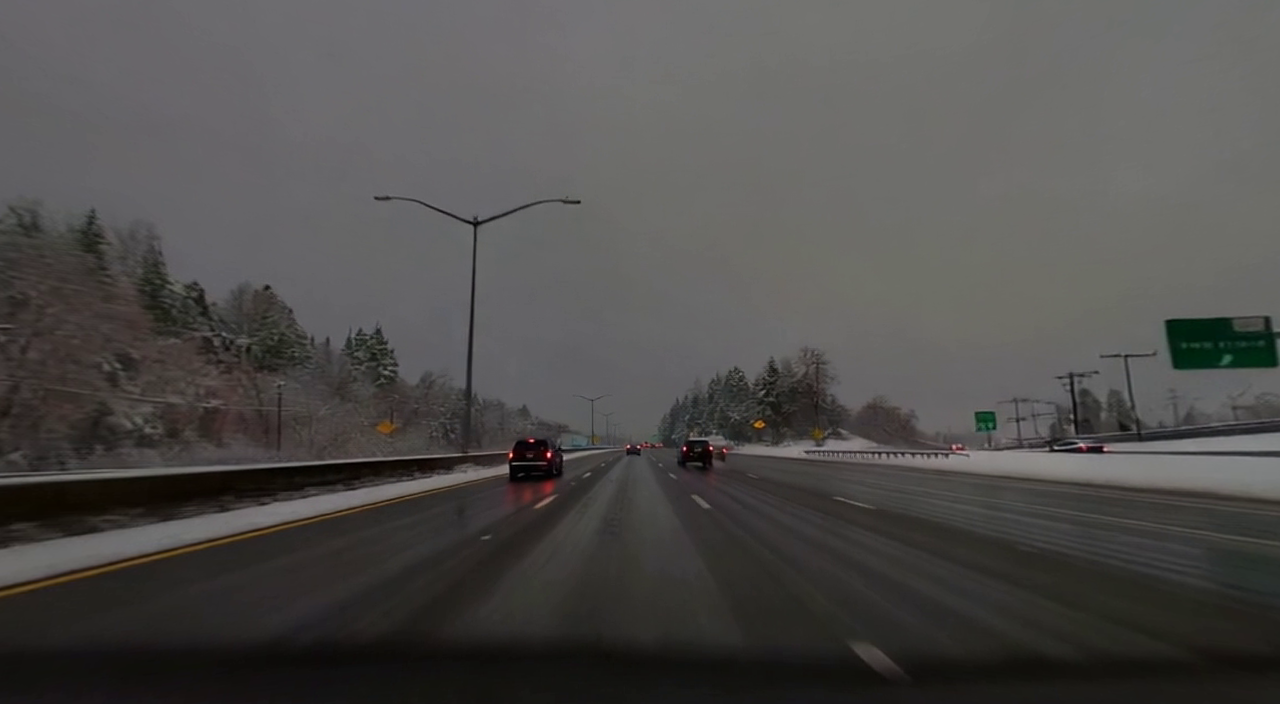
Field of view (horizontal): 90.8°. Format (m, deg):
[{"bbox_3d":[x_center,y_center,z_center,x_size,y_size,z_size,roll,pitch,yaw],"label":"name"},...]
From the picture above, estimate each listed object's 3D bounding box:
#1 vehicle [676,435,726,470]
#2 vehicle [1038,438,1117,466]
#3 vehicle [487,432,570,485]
[{"bbox_3d":[2.988,5.060,31.994,1.997,1.638,4.281,0,-8,-2],"label":"vehicle"},{"bbox_3d":[29.429,6.738,42.707,2.070,1.782,5.006,-1,-8,5],"label":"vehicle"},{"bbox_3d":[-3.829,3.737,22.520,2.099,1.682,4.590,0,-8,0],"label":"vehicle"}]
